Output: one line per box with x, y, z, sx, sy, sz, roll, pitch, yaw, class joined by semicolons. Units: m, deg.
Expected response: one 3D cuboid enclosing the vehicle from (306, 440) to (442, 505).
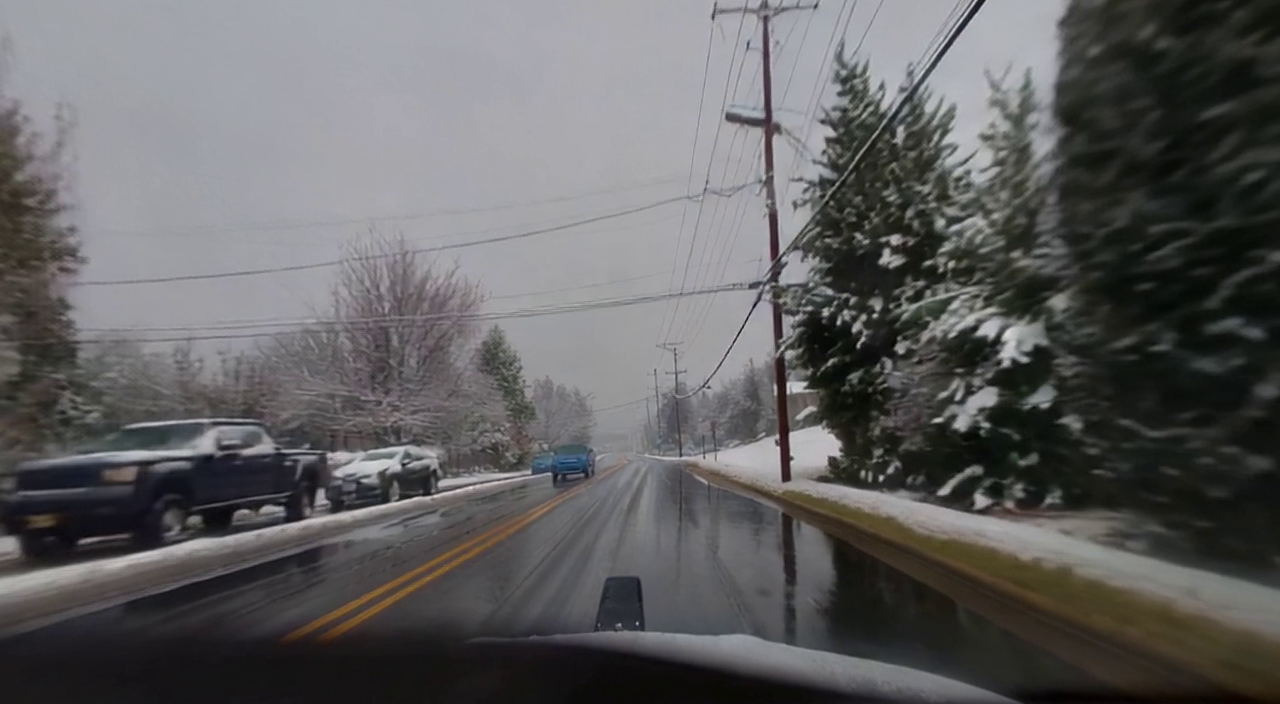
-7.531;3.519;18.446;1.940;1.514;4.544;-4;-11;1;vehicle

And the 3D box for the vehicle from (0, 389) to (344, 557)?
-7.568;1.978;10.886;2.295;1.989;5.055;-7;-9;2;vehicle

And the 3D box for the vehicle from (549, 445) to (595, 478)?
-3.821;6.207;36.178;2.109;1.738;4.405;0;-8;0;vehicle
